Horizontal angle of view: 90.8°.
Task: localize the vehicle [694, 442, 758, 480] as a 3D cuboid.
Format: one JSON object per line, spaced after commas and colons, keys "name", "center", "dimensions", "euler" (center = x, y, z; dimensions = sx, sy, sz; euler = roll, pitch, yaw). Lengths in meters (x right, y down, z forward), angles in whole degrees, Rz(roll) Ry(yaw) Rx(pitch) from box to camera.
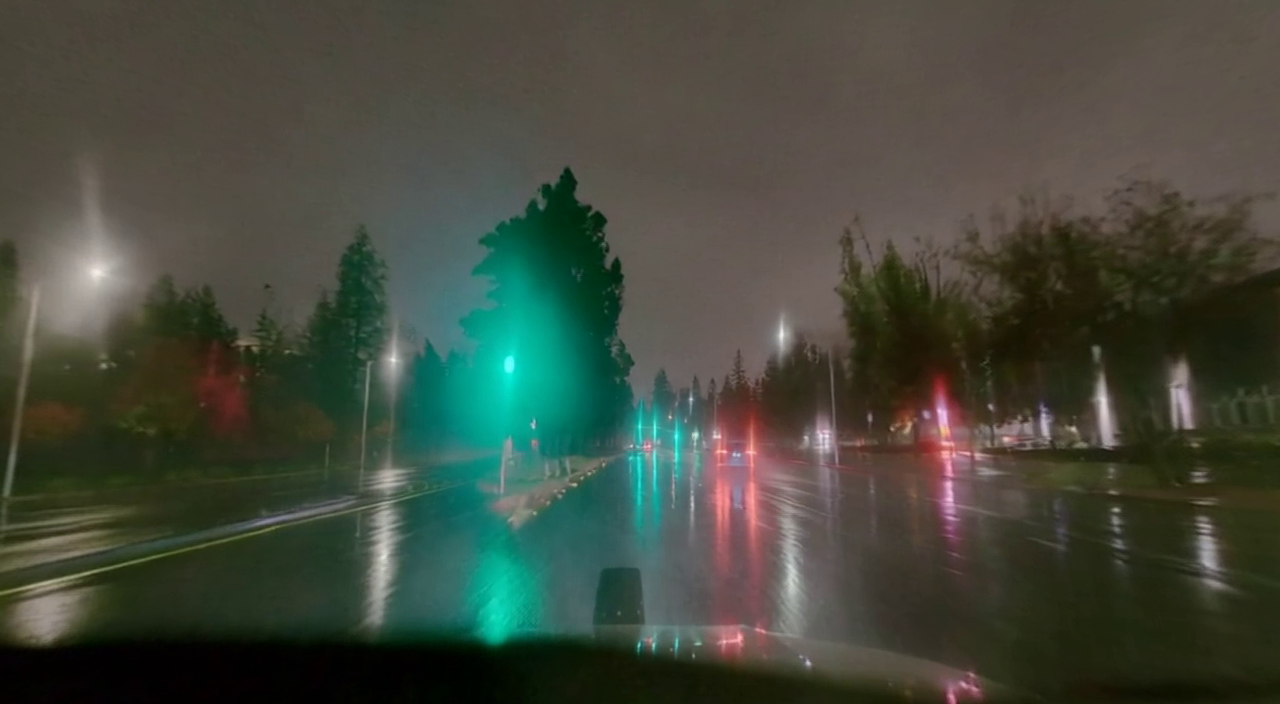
{"name": "vehicle", "center": [3.560, 4.585, 26.950], "dimensions": [1.948, 1.479, 4.620], "euler": [0, -8, -2]}
